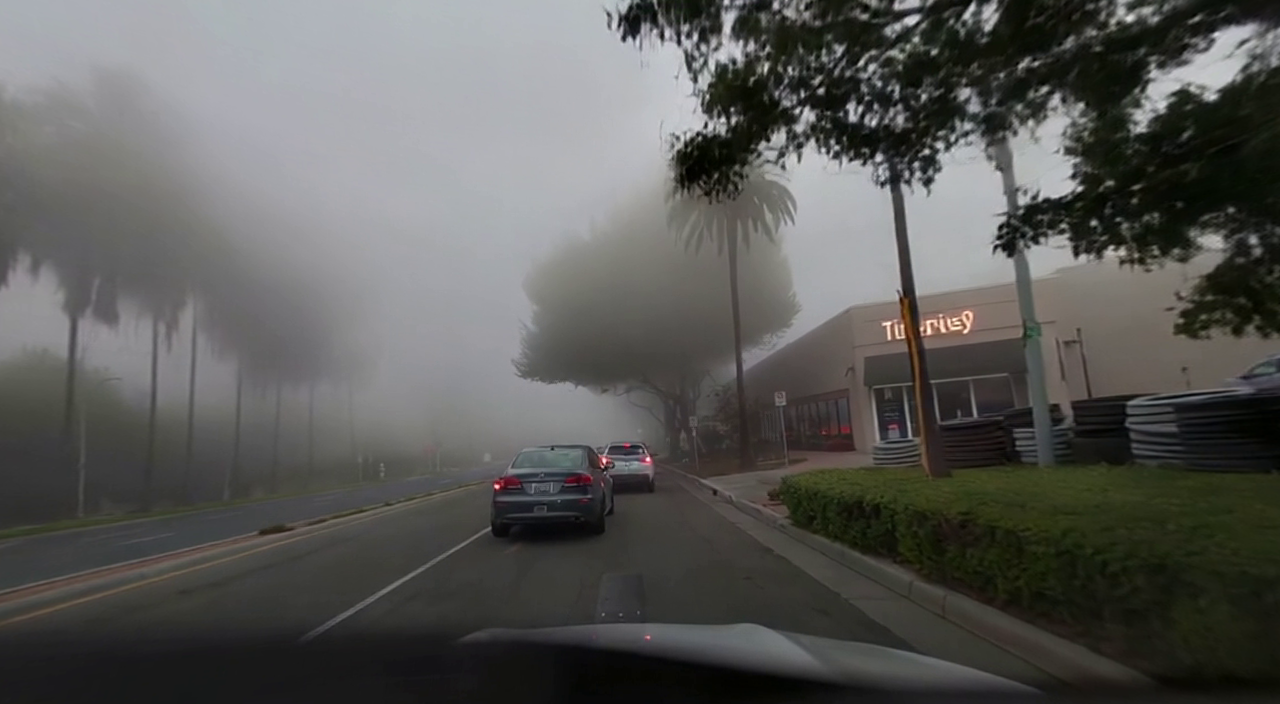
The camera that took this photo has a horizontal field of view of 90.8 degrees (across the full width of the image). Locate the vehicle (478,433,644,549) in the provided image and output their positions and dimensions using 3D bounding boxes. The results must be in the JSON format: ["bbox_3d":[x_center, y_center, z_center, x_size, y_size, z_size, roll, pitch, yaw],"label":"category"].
[{"bbox_3d":[-1.097,2.137,10.413,2.169,1.495,4.048,0,-8,-2],"label":"vehicle"}]
